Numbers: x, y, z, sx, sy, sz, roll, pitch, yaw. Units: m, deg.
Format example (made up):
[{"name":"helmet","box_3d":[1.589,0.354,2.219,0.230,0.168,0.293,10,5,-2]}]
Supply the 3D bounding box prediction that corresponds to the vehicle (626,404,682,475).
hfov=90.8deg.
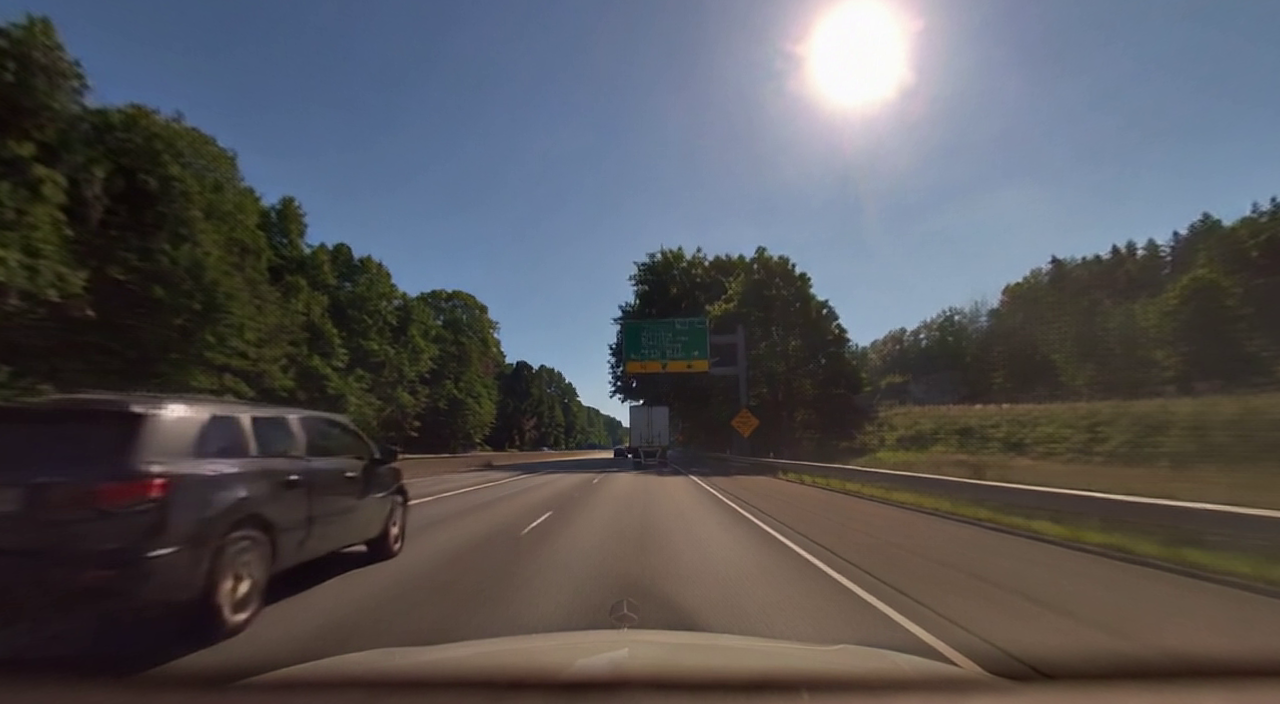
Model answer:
[{"name":"vehicle","box_3d":[0.721,5.657,39.929,2.976,3.800,12.335,0,-9,0]}]

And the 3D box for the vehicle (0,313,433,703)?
[{"name":"vehicle","box_3d":[-3.724,1.191,5.242,2.226,1.933,5.179,0,-9,0]}]
